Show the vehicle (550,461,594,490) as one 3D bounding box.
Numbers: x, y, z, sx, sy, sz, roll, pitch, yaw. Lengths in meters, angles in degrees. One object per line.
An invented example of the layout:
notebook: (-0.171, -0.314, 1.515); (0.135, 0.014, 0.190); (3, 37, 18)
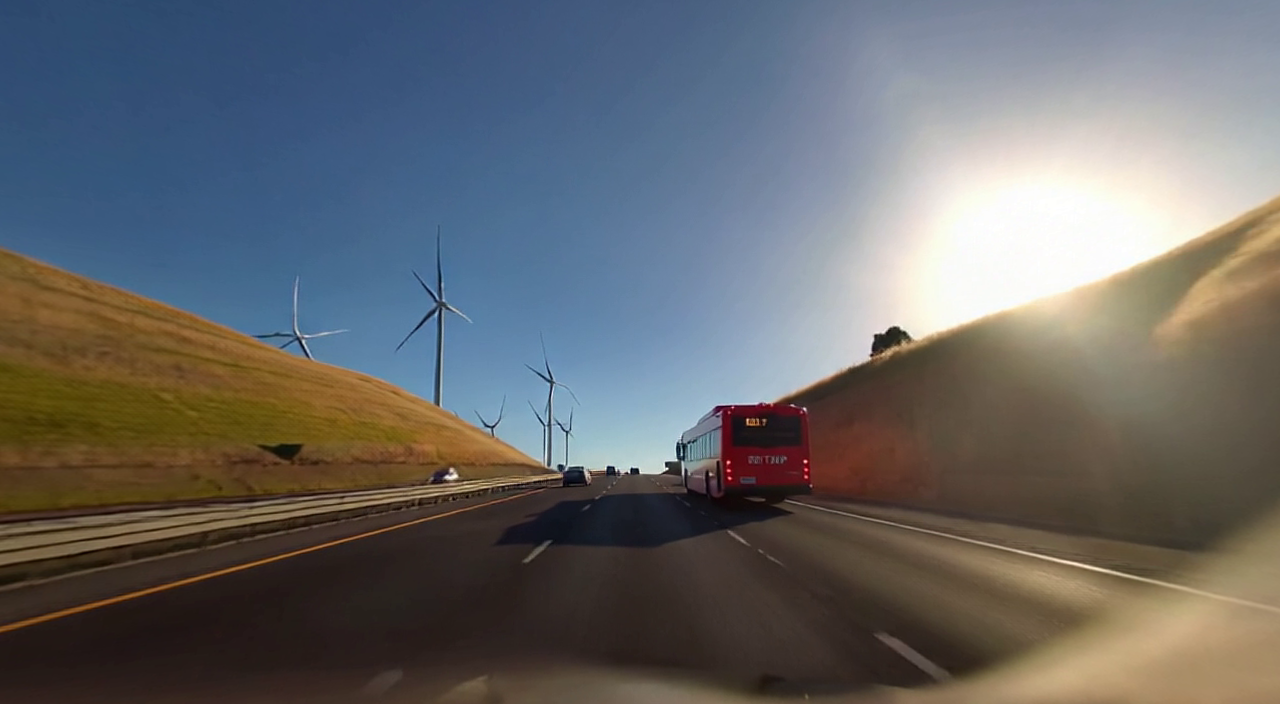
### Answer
vehicle: (-4.012, 7.432, 38.040); (2.213, 1.568, 4.274); (1, -10, -1)

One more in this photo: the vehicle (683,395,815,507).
vehicle: (3.985, 4.493, 27.529); (2.941, 3.574, 14.463); (1, -10, -1)
